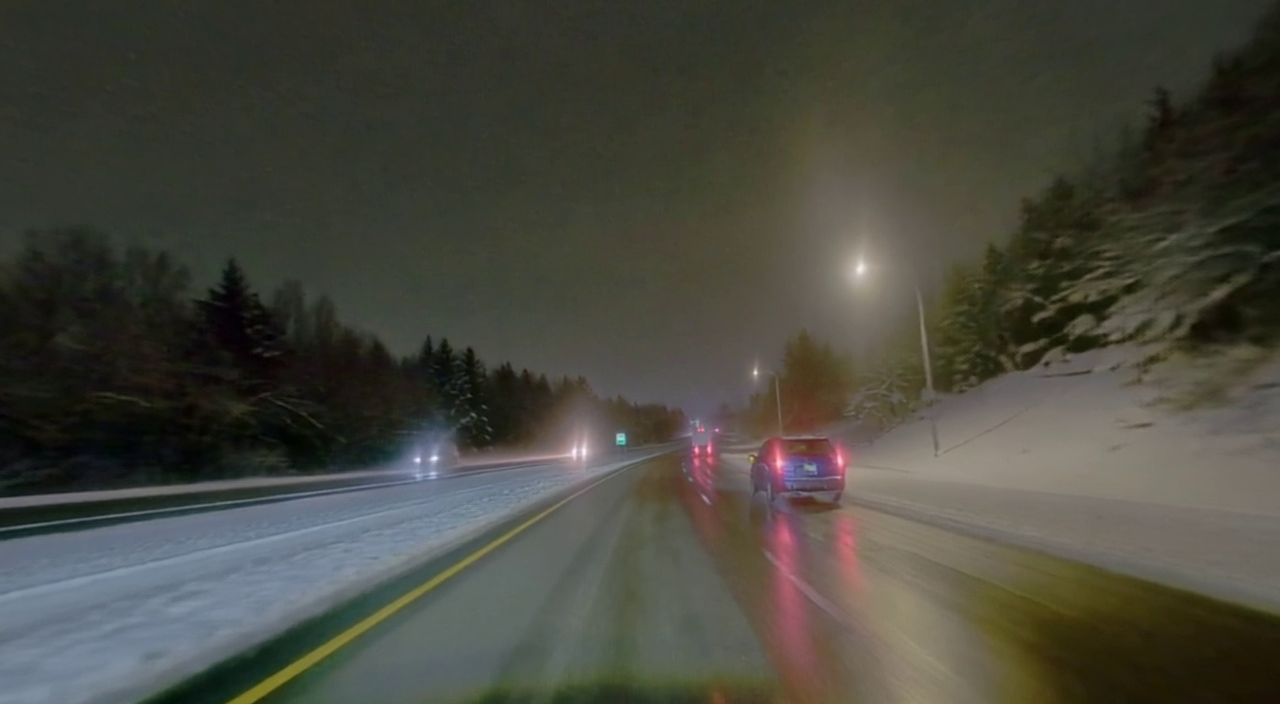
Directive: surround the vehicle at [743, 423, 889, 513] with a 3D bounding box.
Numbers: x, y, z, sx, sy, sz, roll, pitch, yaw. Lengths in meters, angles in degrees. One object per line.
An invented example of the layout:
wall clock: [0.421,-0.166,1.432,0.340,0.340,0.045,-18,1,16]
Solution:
vehicle: [3.805,2.599,14.591,2.143,1.730,4.303,-1,-8,0]
